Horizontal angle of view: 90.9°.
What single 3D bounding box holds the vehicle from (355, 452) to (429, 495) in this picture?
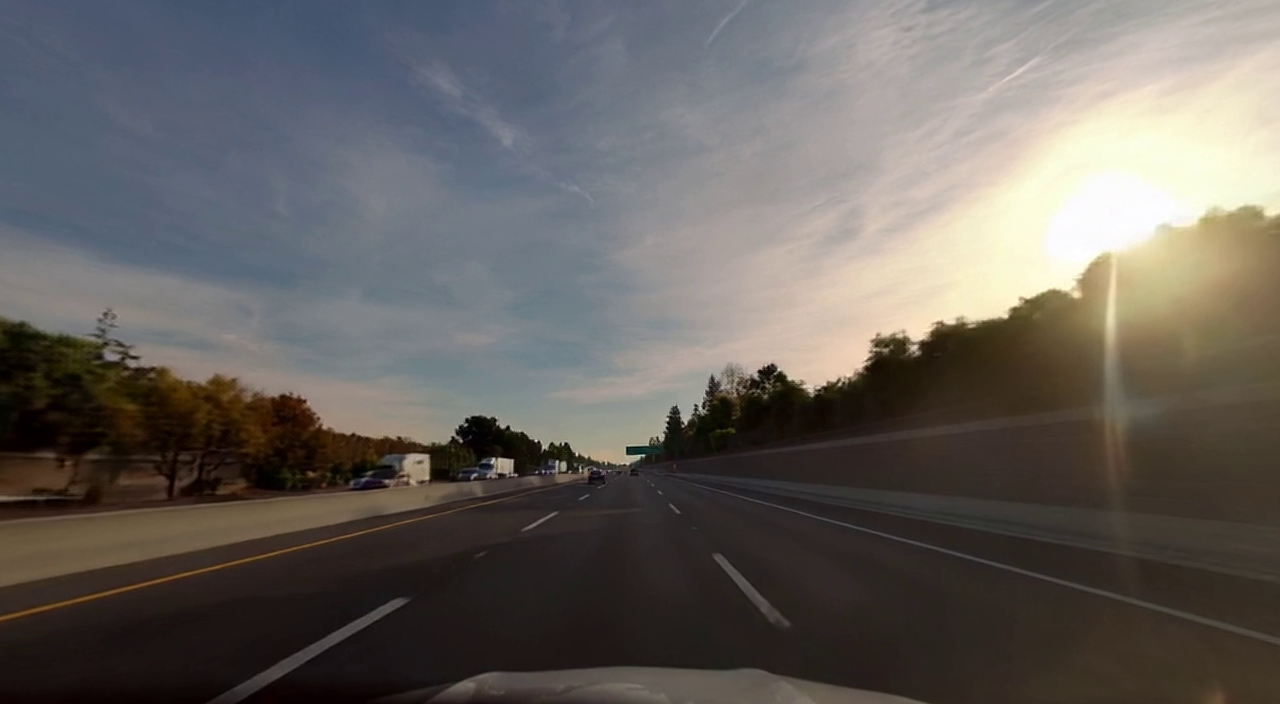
[{"bbox_3d":[-17.285,8.511,44.454,2.485,2.734,6.652,1,-10,-1],"label":"vehicle"}]
